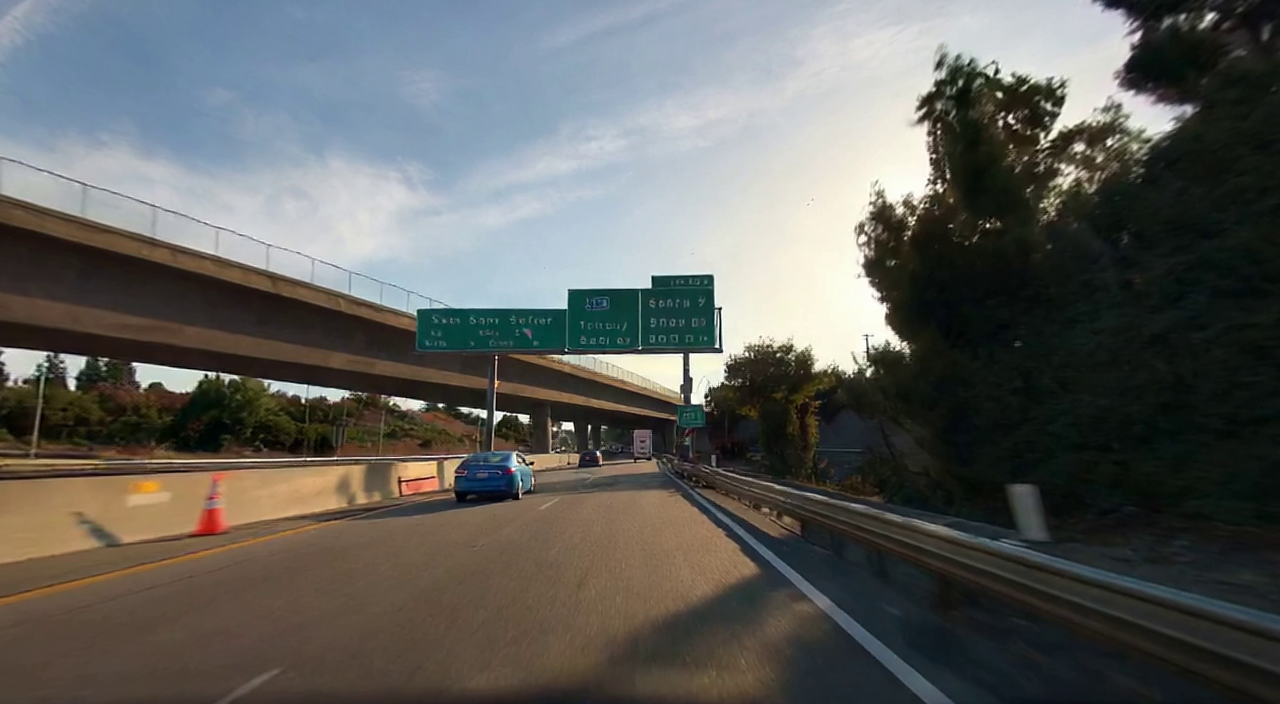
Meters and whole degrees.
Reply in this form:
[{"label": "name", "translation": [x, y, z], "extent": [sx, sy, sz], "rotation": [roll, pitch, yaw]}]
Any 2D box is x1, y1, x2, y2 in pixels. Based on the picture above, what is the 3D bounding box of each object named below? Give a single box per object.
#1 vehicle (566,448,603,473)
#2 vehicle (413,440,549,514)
[{"label": "vehicle", "translation": [-3.462, 6.825, 39.946], "extent": [1.965, 1.459, 4.145], "rotation": [0, -9, 0]}, {"label": "vehicle", "translation": [-3.656, 2.952, 15.459], "extent": [2.012, 1.510, 4.672], "rotation": [0, -9, 1]}]
